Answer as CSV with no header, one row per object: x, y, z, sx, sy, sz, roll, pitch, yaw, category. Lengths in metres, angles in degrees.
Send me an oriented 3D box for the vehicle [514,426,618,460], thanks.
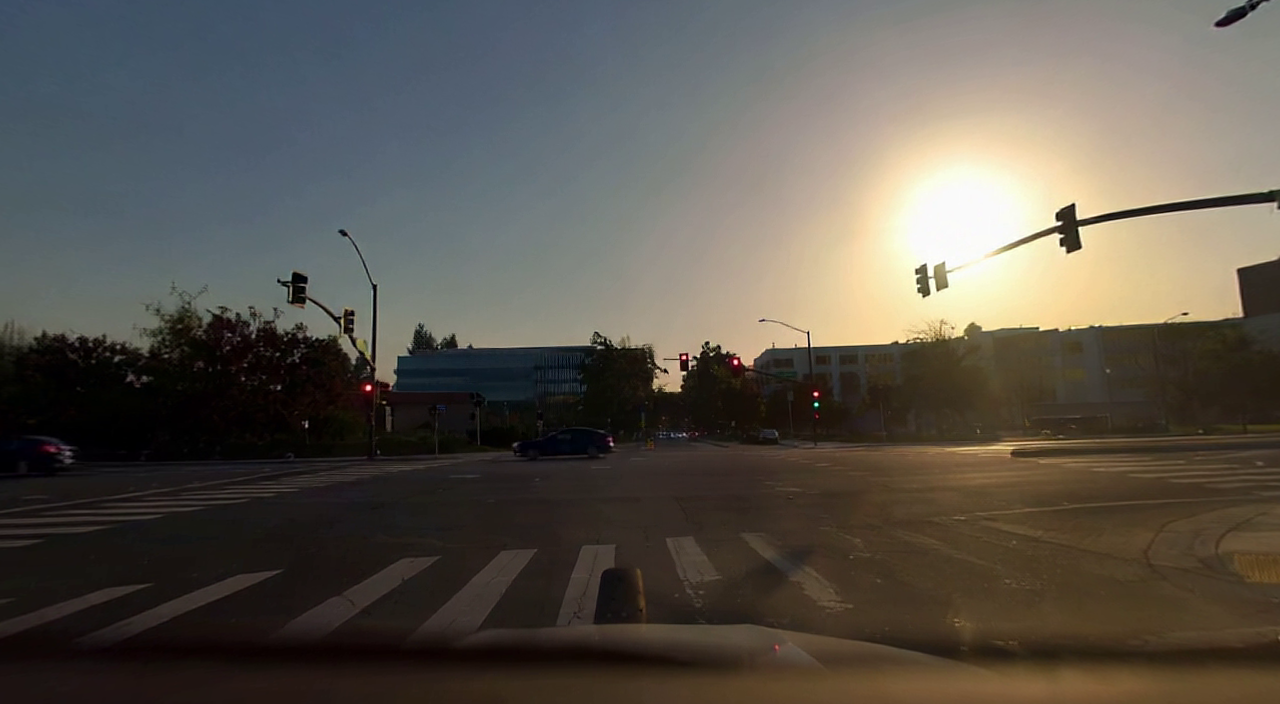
-3.345,4.110,28.506,4.510,1.431,1.884,1,-9,-8,vehicle

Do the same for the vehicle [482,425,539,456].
-8.285,5.734,40.870,2.000,1.864,5.044,-1,-9,7,vehicle
